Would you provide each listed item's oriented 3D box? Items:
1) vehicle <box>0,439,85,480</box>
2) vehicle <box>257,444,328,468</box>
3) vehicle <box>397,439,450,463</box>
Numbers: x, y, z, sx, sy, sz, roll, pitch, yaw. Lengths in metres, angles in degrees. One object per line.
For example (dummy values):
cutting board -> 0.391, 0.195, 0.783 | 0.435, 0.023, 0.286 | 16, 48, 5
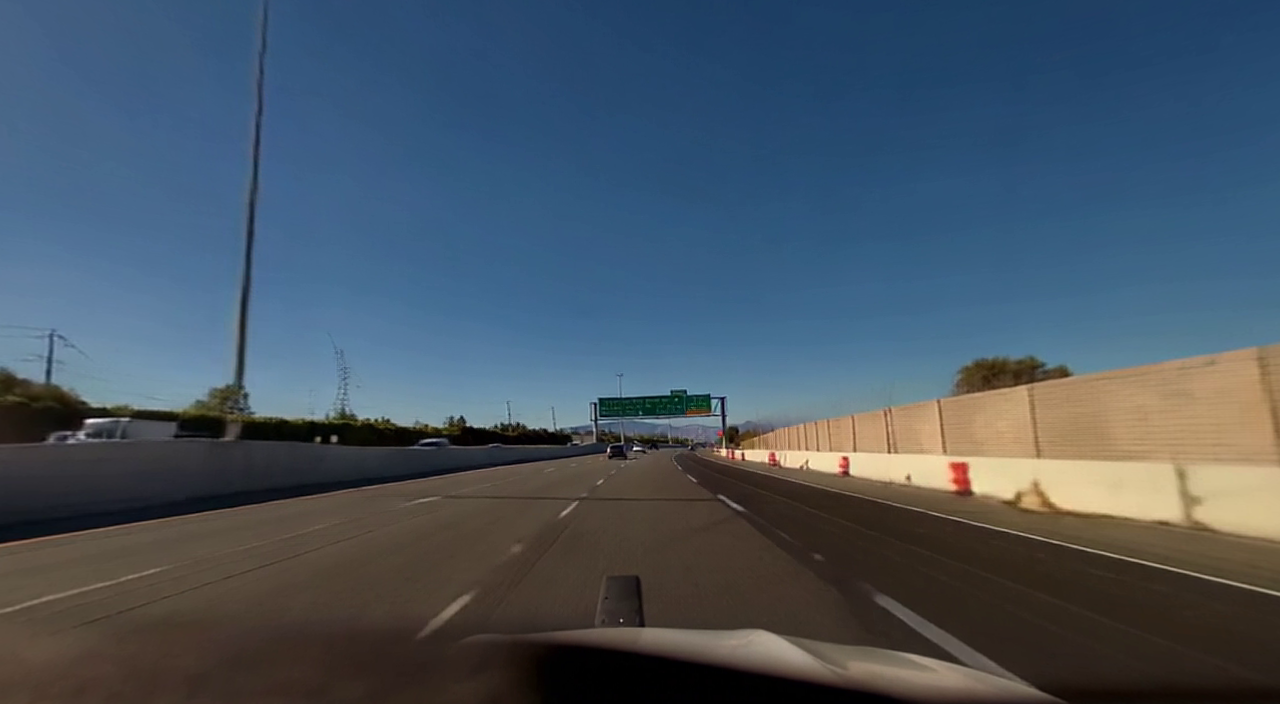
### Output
vehicle -> -26.025, 4.399, 25.921 | 2.007, 1.575, 4.701 | 0, -9, 1
vehicle -> -22.826, 6.846, 41.551 | 1.907, 1.520, 4.645 | 0, -9, 2
vehicle -> -15.653, 7.178, 45.790 | 2.081, 1.656, 4.819 | 0, -9, 1
